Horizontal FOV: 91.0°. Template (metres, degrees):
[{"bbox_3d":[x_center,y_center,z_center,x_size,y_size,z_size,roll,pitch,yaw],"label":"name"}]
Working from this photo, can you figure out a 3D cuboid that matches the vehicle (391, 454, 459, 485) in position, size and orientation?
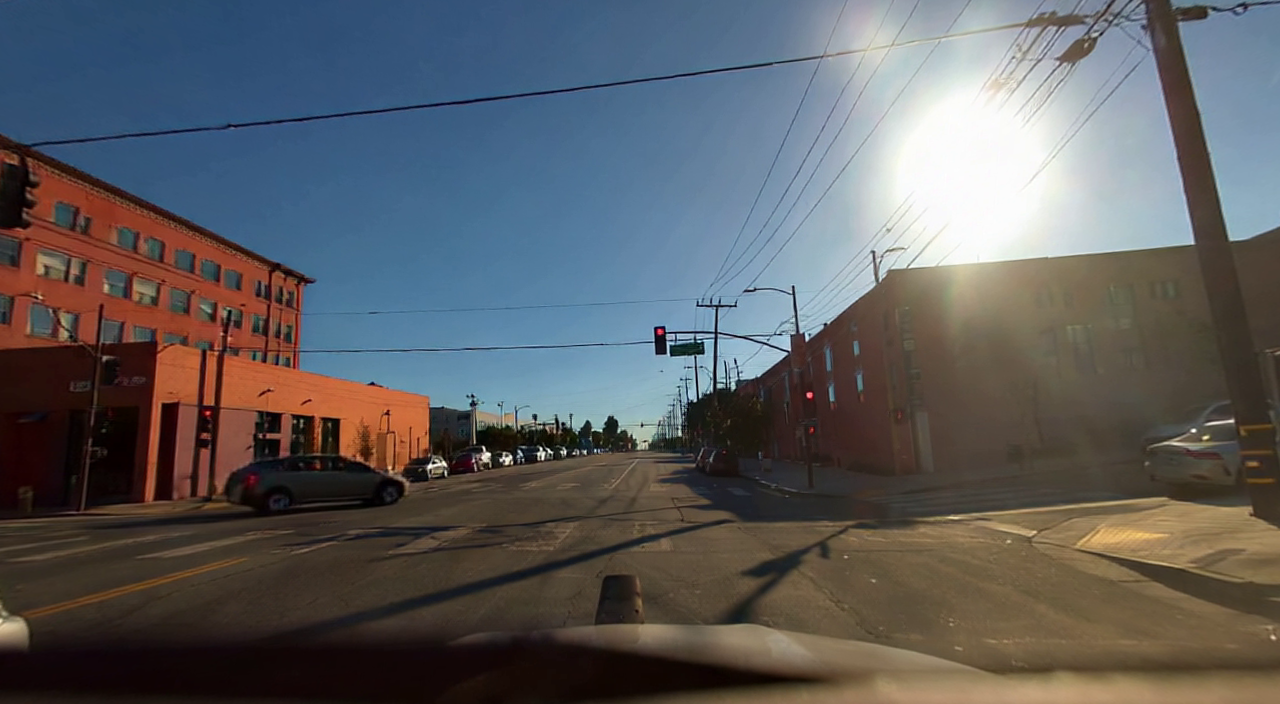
[{"bbox_3d":[-12.045,6.597,35.622,1.943,1.574,4.727,0,-9,3],"label":"vehicle"}]

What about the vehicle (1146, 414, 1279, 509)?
[{"bbox_3d":[12.760,2.200,12.816,3.234,1.746,1.941,1,-8,-4],"label":"vehicle"}]

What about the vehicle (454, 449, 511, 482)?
[{"bbox_3d":[-8.726,6.314,35.244,2.020,1.672,3.842,0,-9,3],"label":"vehicle"}]

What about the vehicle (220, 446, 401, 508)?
[{"bbox_3d":[-9.853,3.705,19.089,4.525,1.650,2.120,5,-10,-28],"label":"vehicle"}]

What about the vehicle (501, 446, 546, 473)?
[{"bbox_3d":[-8.263,7.653,45.075,2.096,1.830,4.752,0,-9,2],"label":"vehicle"}]
